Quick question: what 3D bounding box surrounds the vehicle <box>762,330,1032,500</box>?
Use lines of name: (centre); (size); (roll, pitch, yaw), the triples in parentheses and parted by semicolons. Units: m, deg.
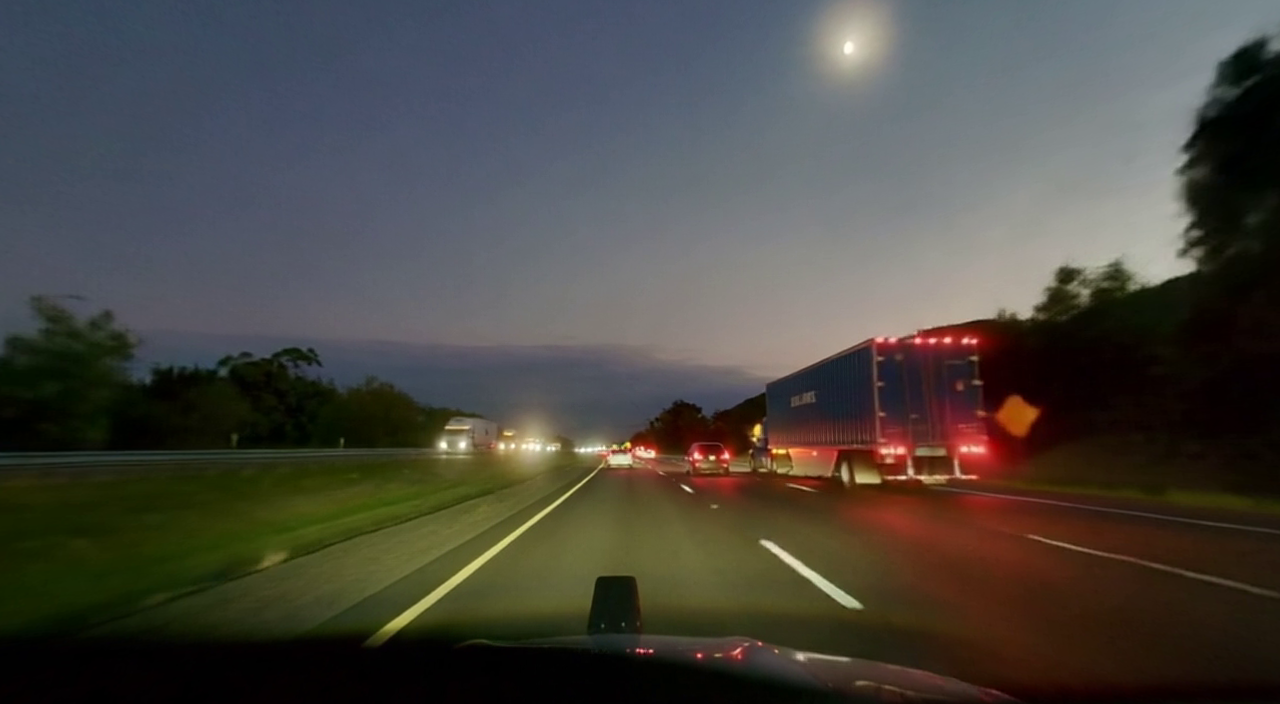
vehicle: (7.414, 2.548, 21.966); (2.965, 3.990, 14.227); (0, -9, -2)

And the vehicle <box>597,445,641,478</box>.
vehicle: (-1.049, 5.434, 31.546); (2.050, 1.534, 3.771); (0, -9, -2)

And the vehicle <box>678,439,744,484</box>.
vehicle: (2.717, 4.327, 25.138); (2.013, 1.623, 3.916); (0, -9, -2)
